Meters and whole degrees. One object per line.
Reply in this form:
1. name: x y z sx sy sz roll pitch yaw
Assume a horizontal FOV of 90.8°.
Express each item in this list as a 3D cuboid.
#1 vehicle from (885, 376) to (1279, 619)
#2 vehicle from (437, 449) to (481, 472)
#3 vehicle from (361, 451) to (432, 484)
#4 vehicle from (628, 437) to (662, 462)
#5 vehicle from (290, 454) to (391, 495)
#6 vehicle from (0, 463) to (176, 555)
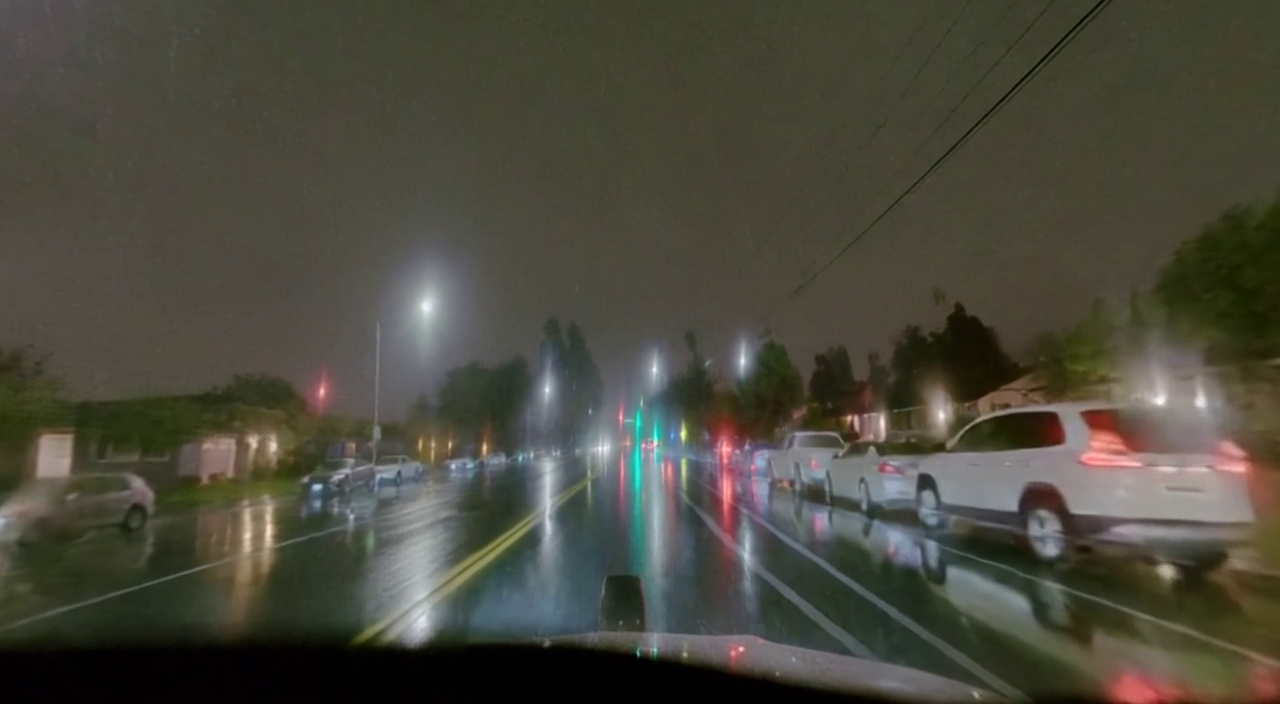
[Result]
1. vehicle: 4.920 1.442 7.337 2.022 1.799 5.105 0 -8 -1
2. vehicle: -12.594 7.583 44.289 1.877 1.505 4.125 0 -8 0
3. vehicle: -12.419 5.892 32.563 1.853 1.497 4.527 0 -8 0
4. vehicle: 0.275 6.121 39.809 2.022 1.471 3.973 0 -8 -1
5. vehicle: -12.709 5.178 27.175 1.969 1.490 4.675 0 -8 1
6. vehicle: -12.608 3.200 13.332 1.880 1.523 4.833 0 -8 1
